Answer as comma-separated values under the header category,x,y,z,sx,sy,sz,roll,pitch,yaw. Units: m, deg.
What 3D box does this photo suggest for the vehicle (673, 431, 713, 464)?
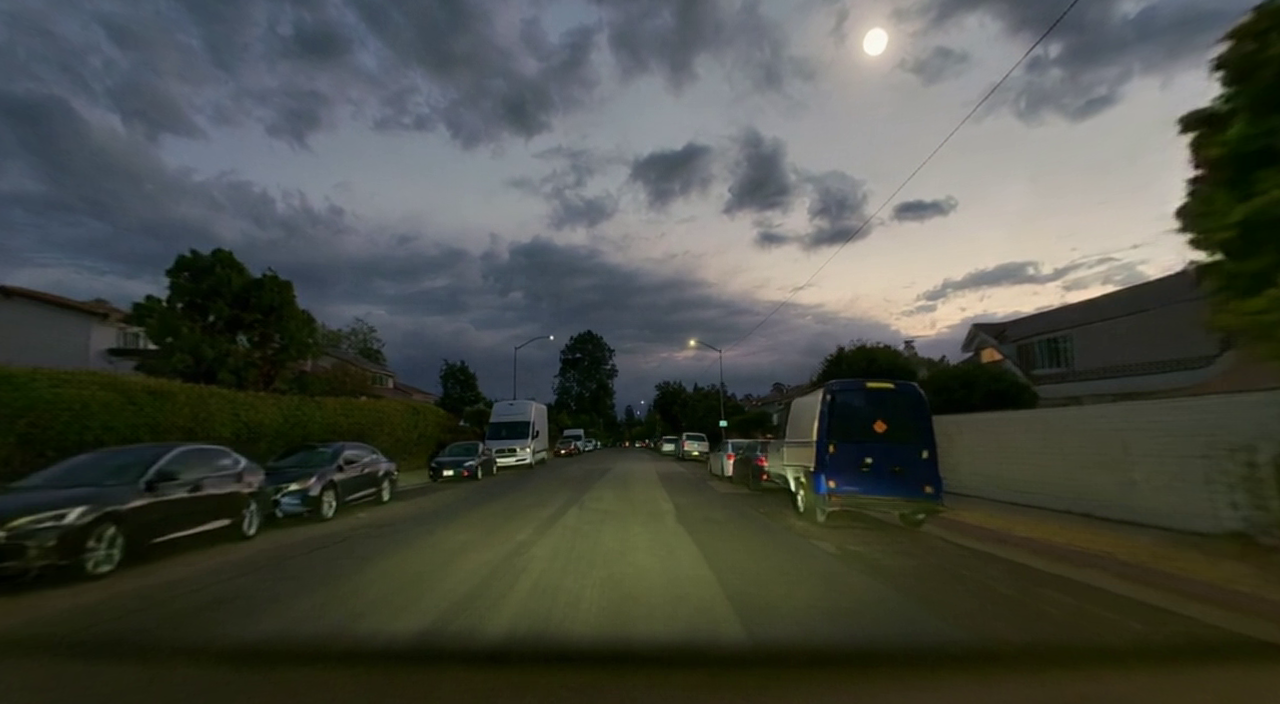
category,x,y,z,sx,sy,sz,roll,pitch,yaw
vehicle,3.120,5.693,37.860,1.965,1.855,4.677,0,-8,-1

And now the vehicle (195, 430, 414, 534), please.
category,x,y,z,sx,sy,sz,roll,pitch,yaw
vehicle,-6.095,2.378,12.208,1.818,1.563,4.483,-2,-8,0

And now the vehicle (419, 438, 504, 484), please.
category,x,y,z,sx,sy,sz,roll,pitch,yaw
vehicle,-6.289,3.831,22.650,1.921,1.470,4.068,0,-8,-1

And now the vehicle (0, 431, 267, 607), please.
category,x,y,z,sx,sy,sz,roll,pitch,yaw
vehicle,-6.192,1.719,7.280,1.758,1.519,3.396,-2,-7,-2

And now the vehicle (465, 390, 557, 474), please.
category,x,y,z,sx,sy,sz,roll,pitch,yaw
vehicle,-6.135,3.991,31.356,2.896,3.648,8.004,0,-8,0

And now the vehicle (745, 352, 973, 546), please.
category,x,y,z,sx,sy,sz,roll,pitch,yaw
vehicle,3.330,1.570,10.825,2.215,2.542,4.550,-2,-7,0
